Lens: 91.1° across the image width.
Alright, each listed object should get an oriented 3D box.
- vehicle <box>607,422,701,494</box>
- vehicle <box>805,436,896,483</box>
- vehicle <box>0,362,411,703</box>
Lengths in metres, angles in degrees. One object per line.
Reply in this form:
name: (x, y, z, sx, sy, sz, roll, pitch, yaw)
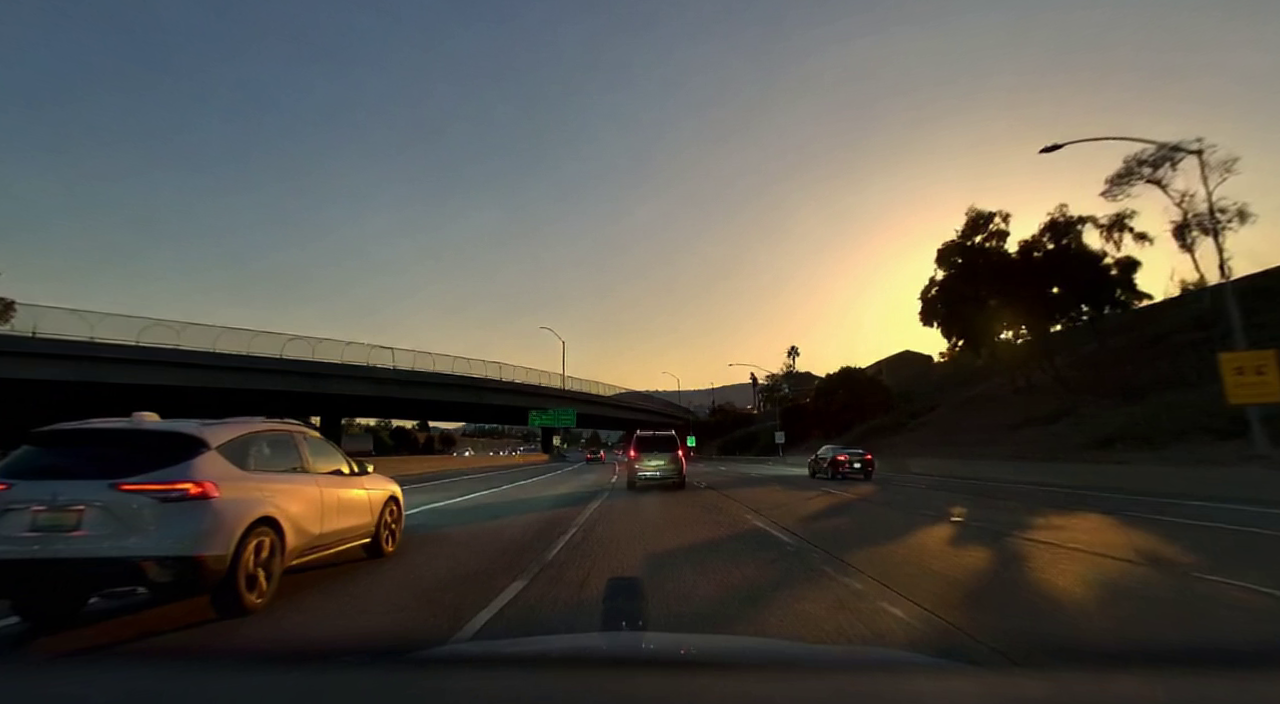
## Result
vehicle: (0.374, 3.540, 21.317, 2.732, 2.065, 5.826, 0, -9, -1)
vehicle: (8.707, 4.493, 26.486, 2.133, 1.770, 4.537, 0, -9, -1)
vehicle: (-3.558, 1.165, 4.653, 2.099, 1.640, 4.134, 0, -9, 1)
